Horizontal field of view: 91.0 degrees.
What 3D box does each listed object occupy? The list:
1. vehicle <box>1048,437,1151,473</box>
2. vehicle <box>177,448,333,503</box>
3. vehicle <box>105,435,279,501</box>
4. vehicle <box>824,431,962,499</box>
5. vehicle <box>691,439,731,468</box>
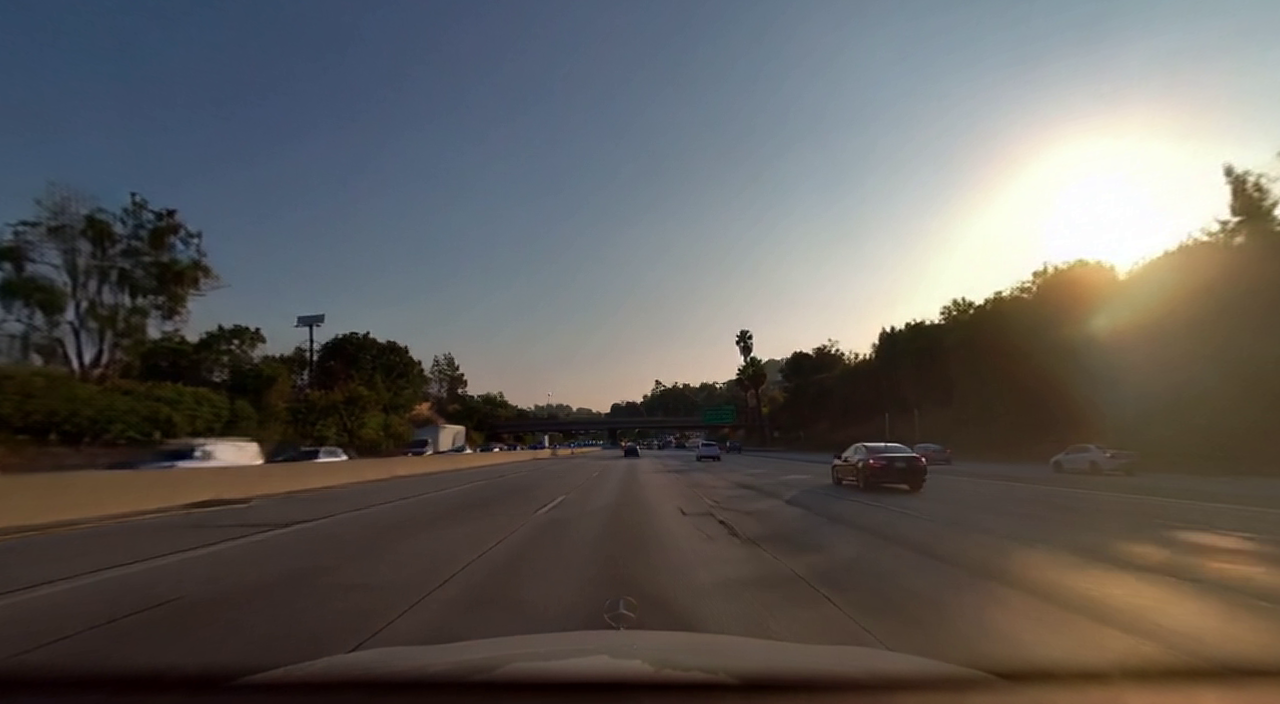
[{"bbox_3d":[23.117,5.185,31.899,1.887,1.642,4.592,0,-8,3],"label":"vehicle"},{"bbox_3d":[-12.425,3.988,20.822,1.999,1.536,4.987,0,-8,0],"label":"vehicle"},{"bbox_3d":[-16.336,4.213,23.544,2.248,2.130,5.801,0,-8,-1],"label":"vehicle"},{"bbox_3d":[6.735,3.045,17.346,1.902,1.623,4.360,0,-8,-1],"label":"vehicle"},{"bbox_3d":[4.361,6.280,39.259,2.035,1.704,3.867,0,-8,0],"label":"vehicle"}]
